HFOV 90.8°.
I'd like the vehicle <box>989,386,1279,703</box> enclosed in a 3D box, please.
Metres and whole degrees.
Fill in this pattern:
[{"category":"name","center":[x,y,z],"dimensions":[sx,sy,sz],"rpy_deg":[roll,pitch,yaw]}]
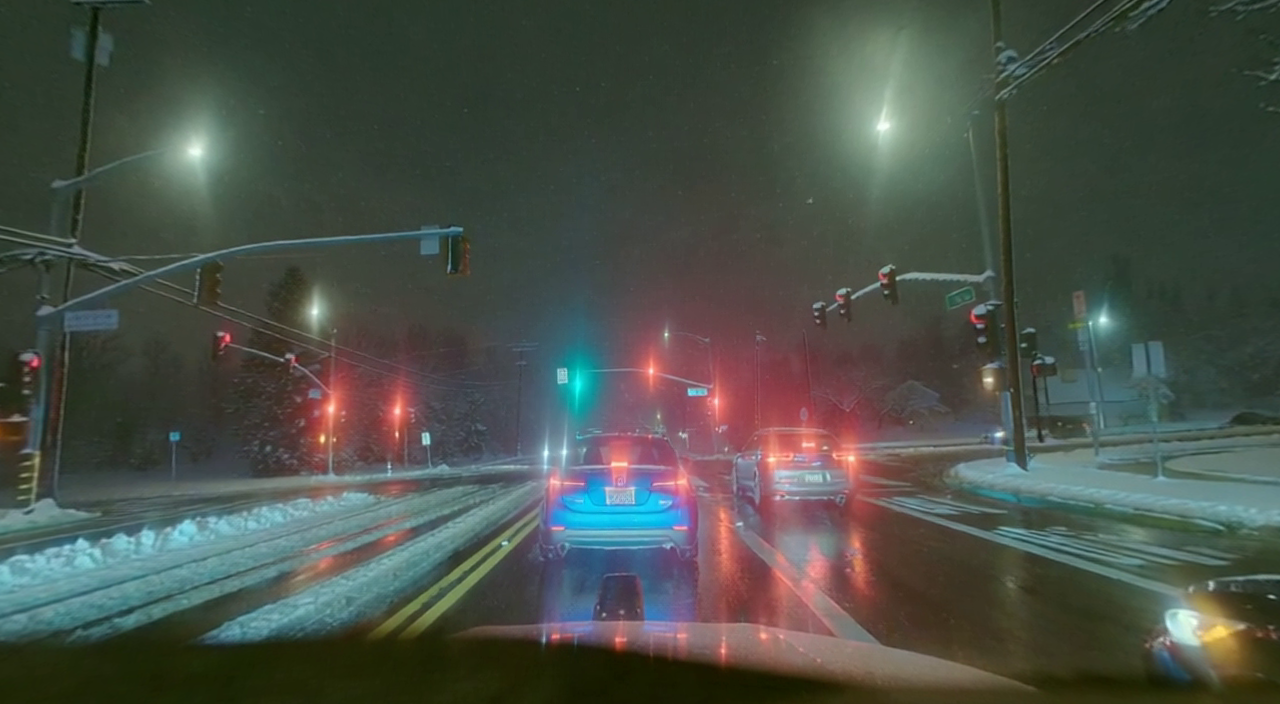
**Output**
[{"category":"vehicle","center":[2.928,0.822,1.702],"dimensions":[1.860,1.494,3.707],"rpy_deg":[0,-8,1]}]

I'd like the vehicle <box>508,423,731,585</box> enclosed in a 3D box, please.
[{"category":"vehicle","center":[-0.224,1.730,8.032],"dimensions":[2.061,1.485,4.196],"rpy_deg":[0,-8,-1]}]
